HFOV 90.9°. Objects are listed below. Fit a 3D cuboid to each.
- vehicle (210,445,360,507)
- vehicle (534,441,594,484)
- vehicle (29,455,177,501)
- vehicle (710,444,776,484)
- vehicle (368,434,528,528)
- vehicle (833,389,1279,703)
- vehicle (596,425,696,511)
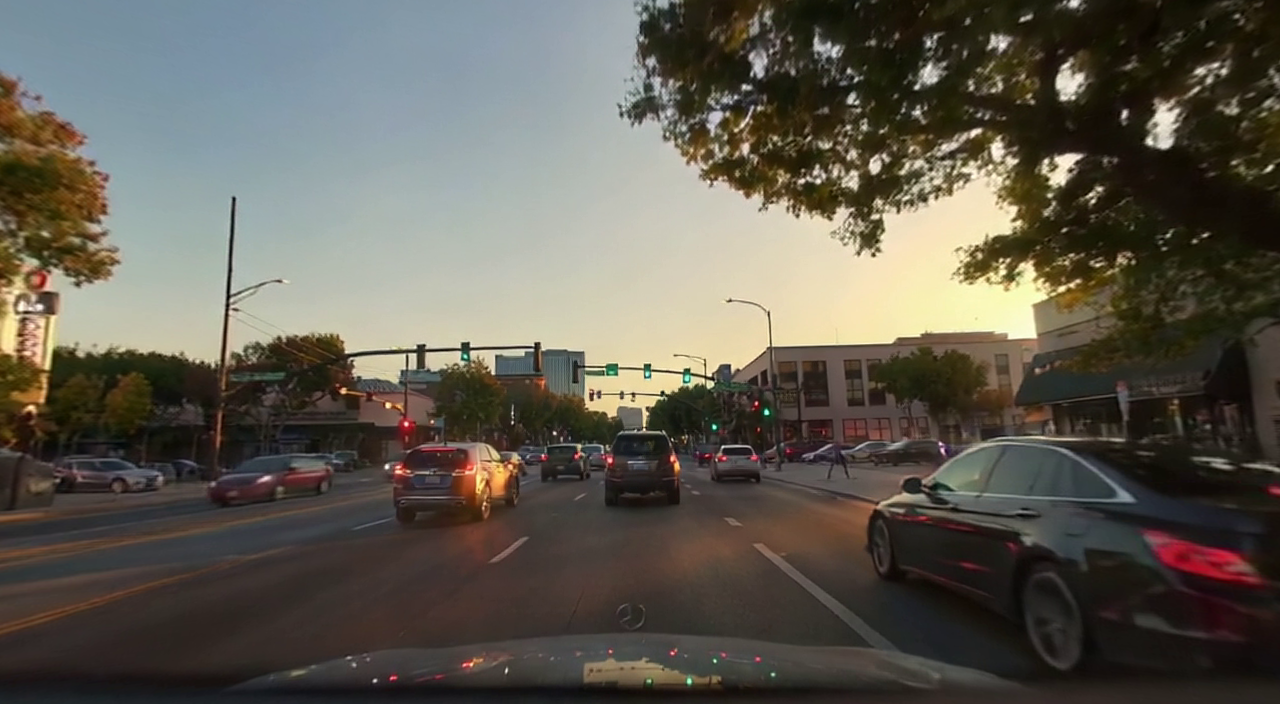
[{"bbox_3d":[-10.835,3.780,19.749,1.948,1.691,4.532,0,-8,2],"label":"vehicle"},{"bbox_3d":[-3.078,4.569,26.368,1.894,1.642,3.861,0,-8,2],"label":"vehicle"},{"bbox_3d":[-24.299,5.675,28.882,1.919,1.831,5.335,0,-8,2],"label":"vehicle"},{"bbox_3d":[4.080,4.492,25.719,1.986,1.457,4.566,0,-8,1],"label":"vehicle"},{"bbox_3d":[-3.681,2.536,13.000,1.886,1.599,4.247,0,-8,1],"label":"vehicle"},{"bbox_3d":[2.968,1.185,4.115,2.030,1.492,4.383,0,-8,0],"label":"vehicle"},{"bbox_3d":[0.151,2.712,15.153,2.075,1.770,4.018,0,-8,1],"label":"vehicle"}]
